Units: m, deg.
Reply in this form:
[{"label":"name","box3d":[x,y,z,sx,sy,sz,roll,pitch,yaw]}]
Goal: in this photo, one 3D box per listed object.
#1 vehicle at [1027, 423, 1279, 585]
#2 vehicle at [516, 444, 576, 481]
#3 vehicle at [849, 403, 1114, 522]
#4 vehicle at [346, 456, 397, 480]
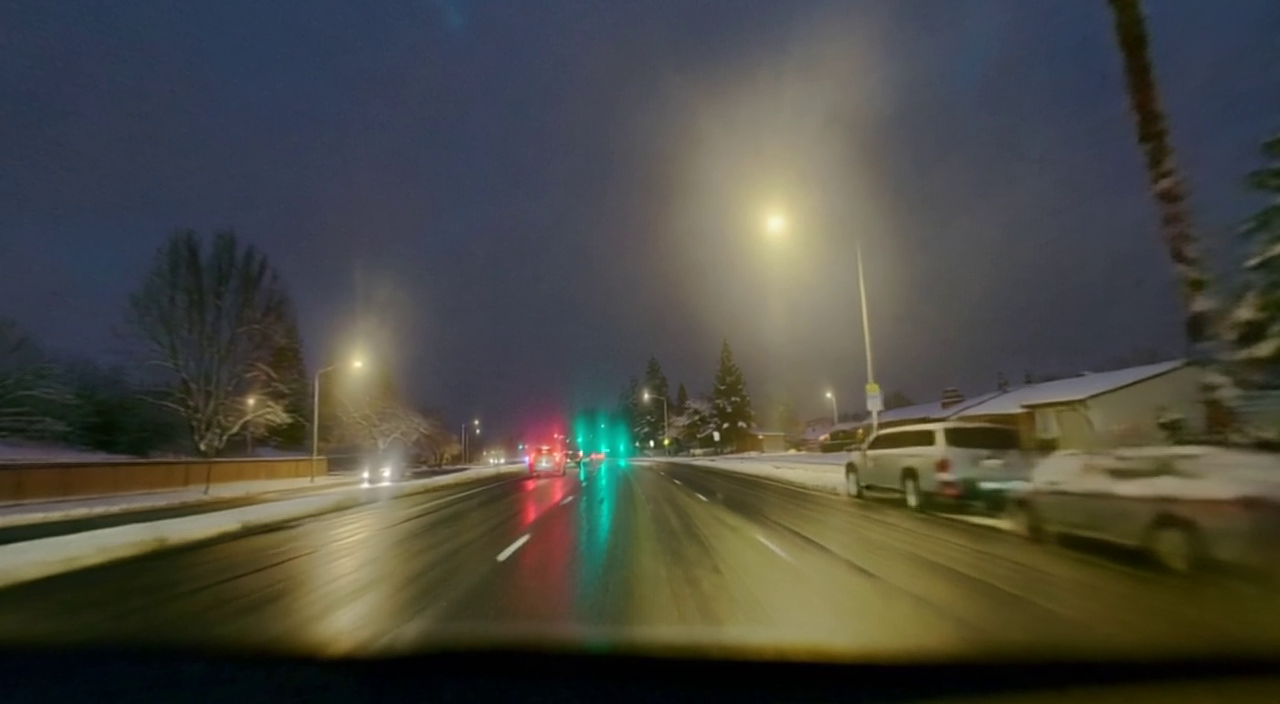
[{"label":"vehicle","box3d":[6.947,1.678,7.622,1.814,1.521,4.215,0,-8,-1]},{"label":"vehicle","box3d":[-4.040,4.819,27.949,2.108,1.475,4.555,0,-8,-2]},{"label":"vehicle","box3d":[6.820,2.311,13.848,2.418,2.004,6.128,0,-8,0]},{"label":"vehicle","box3d":[-20.120,8.701,47.510,2.180,1.539,4.244,-2,-8,-3]}]
